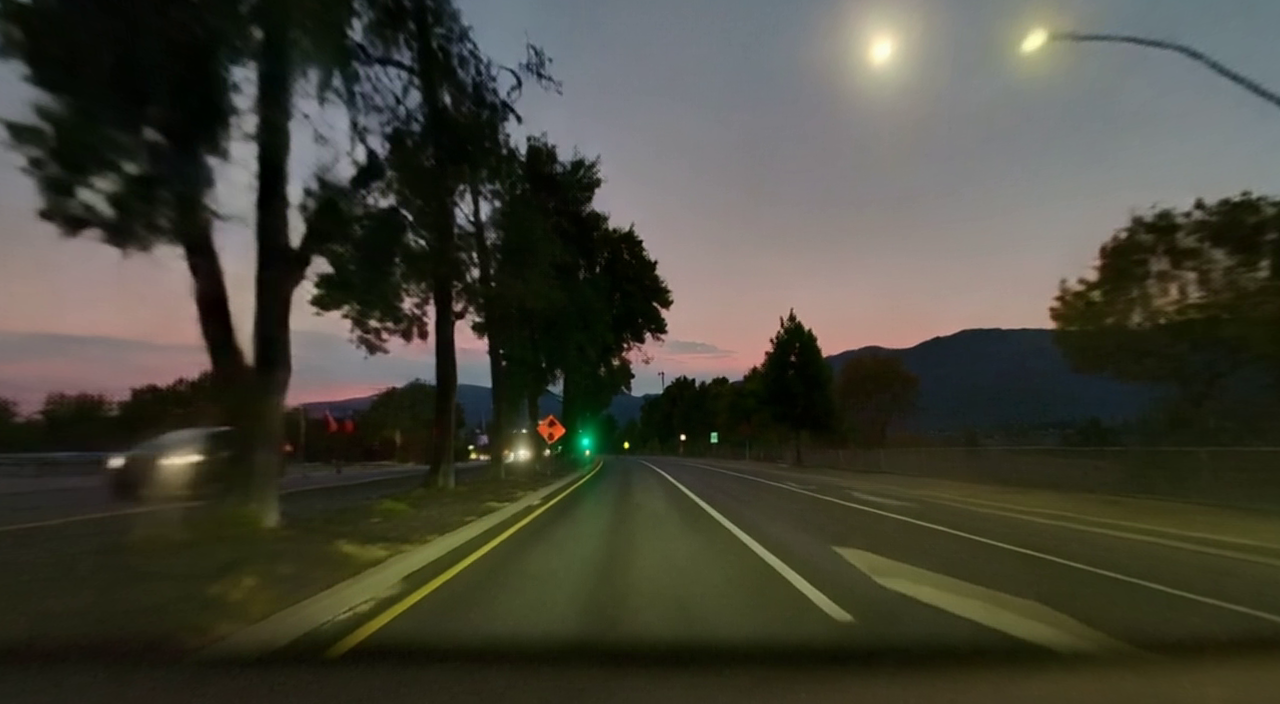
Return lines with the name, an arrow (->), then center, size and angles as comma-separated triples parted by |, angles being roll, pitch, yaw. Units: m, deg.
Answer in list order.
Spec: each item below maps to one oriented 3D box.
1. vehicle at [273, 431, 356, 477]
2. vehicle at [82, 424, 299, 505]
vehicle -> -15.739, 4.942, 30.771 | 2.340, 2.062, 3.192 | 0, -9, -3
vehicle -> -11.152, 2.818, 16.242 | 2.236, 1.758, 4.564 | 0, -9, -1
